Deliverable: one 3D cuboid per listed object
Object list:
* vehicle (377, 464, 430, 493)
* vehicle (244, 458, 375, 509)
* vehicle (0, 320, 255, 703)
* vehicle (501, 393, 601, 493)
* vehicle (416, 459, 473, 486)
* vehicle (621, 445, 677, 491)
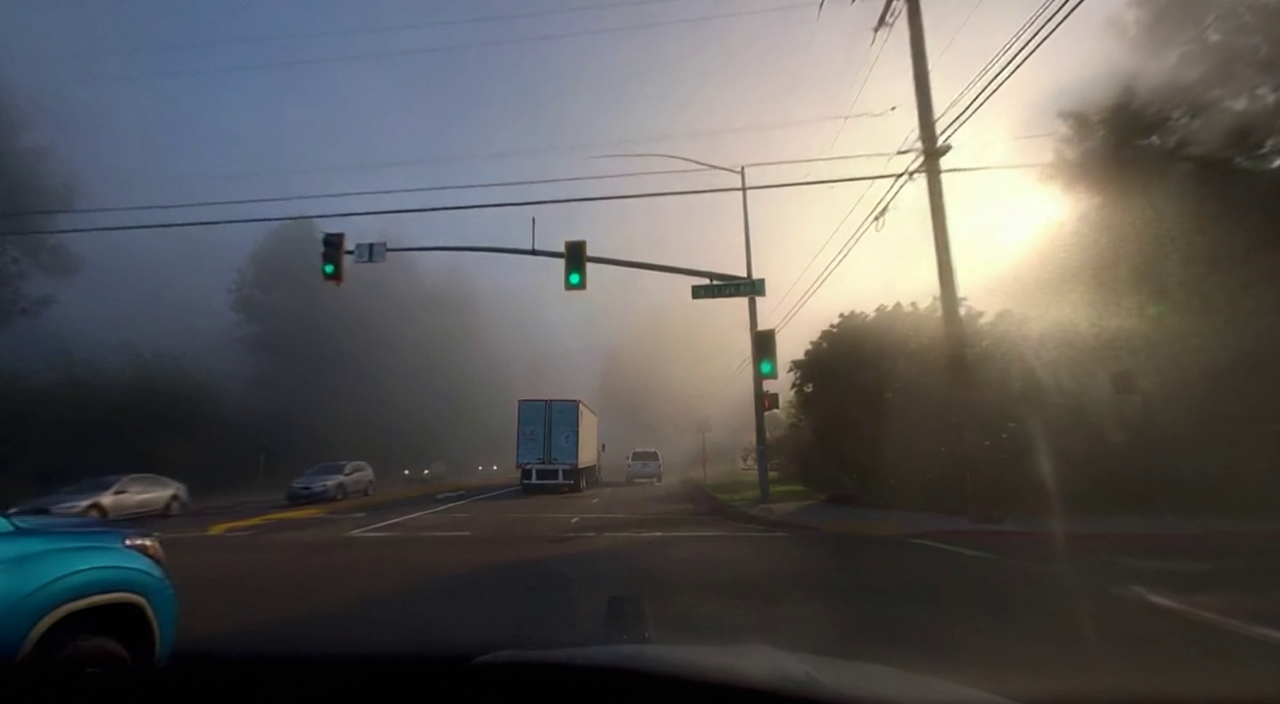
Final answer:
[{"bbox_3d":[-17.339,9.258,46.425,2.054,1.935,4.350,0,-9,1],"label":"vehicle"},{"bbox_3d":[-12.001,4.775,23.357,2.290,1.644,4.553,0,-9,1],"label":"vehicle"},{"bbox_3d":[-3.251,0.667,1.247,2.093,1.832,4.508,0,-9,0],"label":"vehicle"},{"bbox_3d":[-3.544,4.063,27.822,2.928,3.658,8.980,0,-9,1],"label":"vehicle"},{"bbox_3d":[-12.020,7.442,39.128,2.055,1.489,4.425,0,-9,1],"label":"vehicle"},{"bbox_3d":[0.380,4.812,26.425,2.174,1.749,4.113,0,-9,1],"label":"vehicle"}]
